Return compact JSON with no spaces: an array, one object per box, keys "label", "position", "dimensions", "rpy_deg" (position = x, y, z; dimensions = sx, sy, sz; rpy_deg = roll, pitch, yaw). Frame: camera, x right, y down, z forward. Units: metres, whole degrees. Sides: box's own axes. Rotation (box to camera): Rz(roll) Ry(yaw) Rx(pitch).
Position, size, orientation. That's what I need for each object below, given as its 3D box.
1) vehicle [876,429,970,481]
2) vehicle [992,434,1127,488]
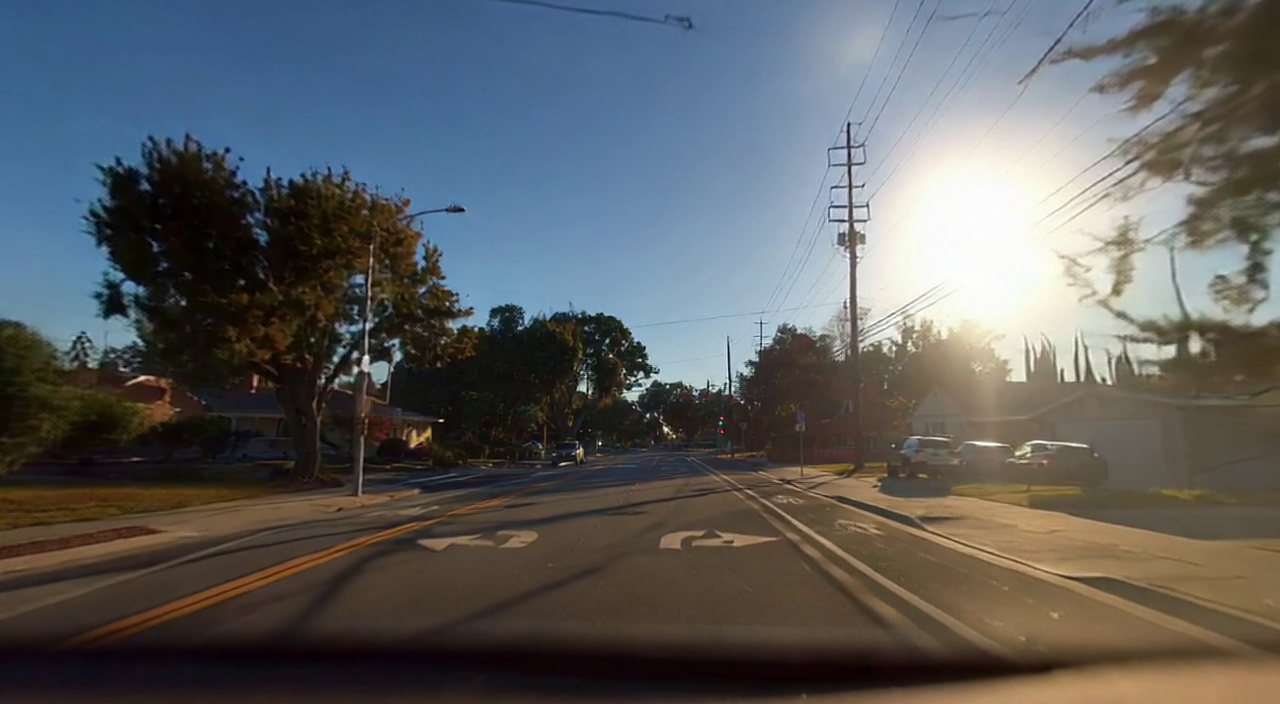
[{"label":"vehicle","position":[11.715,4.288,26.451],"dimensions":[1.912,1.953,4.651],"rpy_deg":[0,-8,3]},{"label":"vehicle","position":[14.840,3.866,22.653],"dimensions":[1.935,1.683,4.669],"rpy_deg":[0,-8,5]}]
